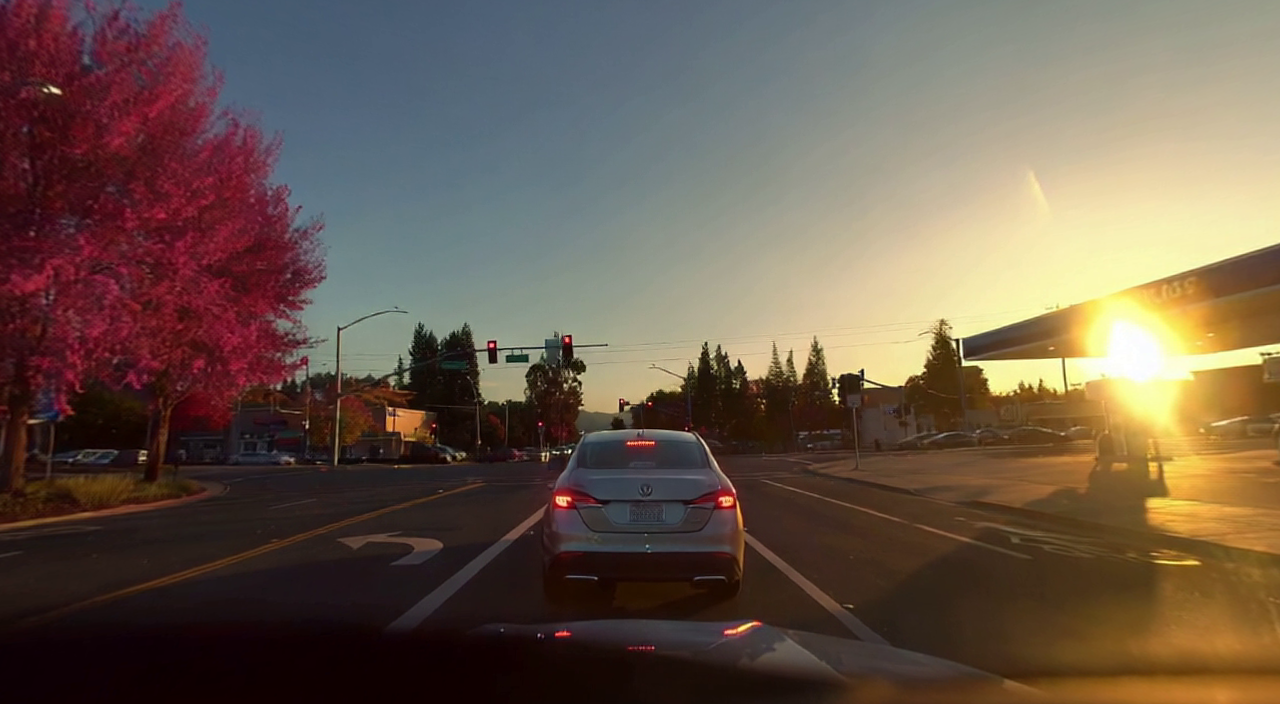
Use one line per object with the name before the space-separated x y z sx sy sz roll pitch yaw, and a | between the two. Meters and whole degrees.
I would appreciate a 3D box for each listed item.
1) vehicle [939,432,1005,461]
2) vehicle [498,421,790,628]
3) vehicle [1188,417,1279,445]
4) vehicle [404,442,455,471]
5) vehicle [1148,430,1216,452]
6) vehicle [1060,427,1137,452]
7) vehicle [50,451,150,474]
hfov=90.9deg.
vehicle | 18.404 5.237 34.842 2.053 1.495 4.091 -8 -12 44
vehicle | 0.017 1.556 6.673 2.112 1.482 4.057 0 -8 0
vehicle | 36.339 4.858 38.485 1.848 1.581 4.475 0 -8 2
vehicle | -14.598 7.178 43.594 2.019 1.867 4.660 6 -10 -35
vehicle | 40.965 6.717 47.672 3.573 1.432 1.604 -3 -8 2
vehicle | 34.762 6.646 47.830 4.294 1.557 1.744 -4 -8 1
vehicle | -37.477 7.647 43.904 1.889 1.455 4.813 -4 -9 25
